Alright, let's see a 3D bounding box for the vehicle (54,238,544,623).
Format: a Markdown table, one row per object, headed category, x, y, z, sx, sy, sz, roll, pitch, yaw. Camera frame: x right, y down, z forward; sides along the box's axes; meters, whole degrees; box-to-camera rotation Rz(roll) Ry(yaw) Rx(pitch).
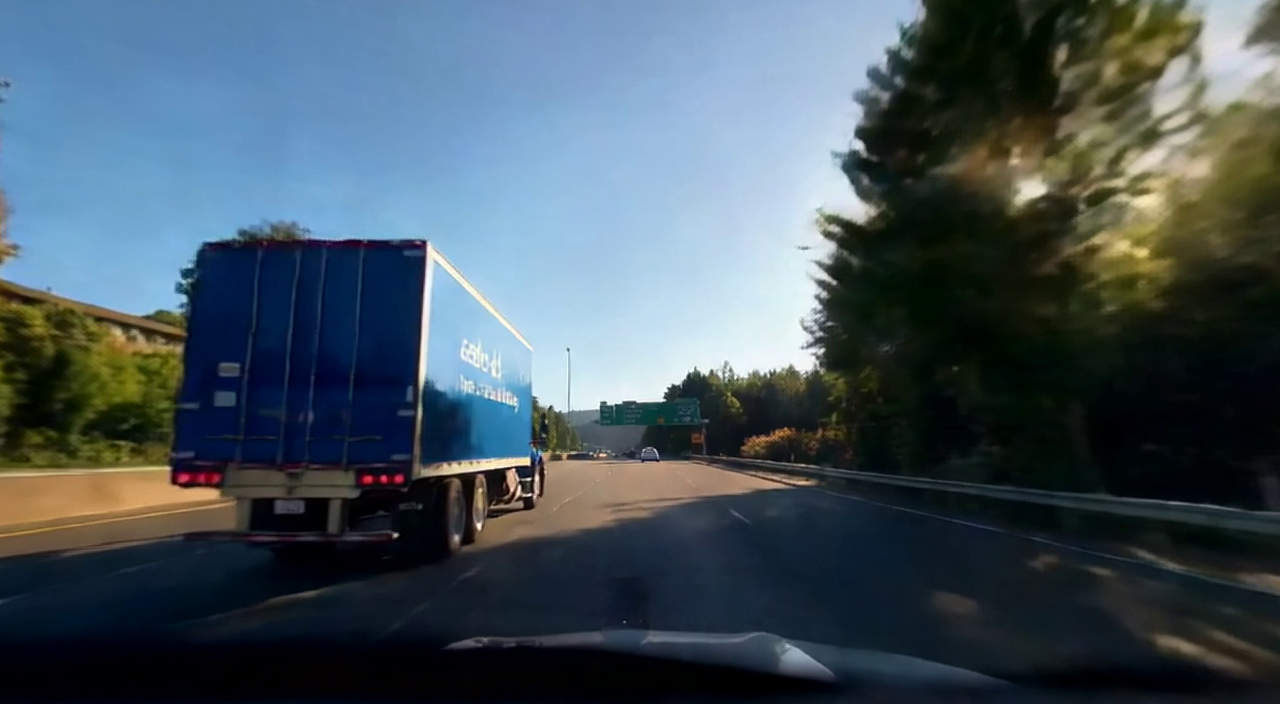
| category | x | y | z | sx | sy | sz | roll | pitch | yaw |
| --- | --- | --- | --- | --- | --- | --- | --- | --- | --- |
| vehicle | -3.251 | 1.094 | 8.607 | 2.695 | 3.151 | 6.885 | 0 | -9 | 1 |
